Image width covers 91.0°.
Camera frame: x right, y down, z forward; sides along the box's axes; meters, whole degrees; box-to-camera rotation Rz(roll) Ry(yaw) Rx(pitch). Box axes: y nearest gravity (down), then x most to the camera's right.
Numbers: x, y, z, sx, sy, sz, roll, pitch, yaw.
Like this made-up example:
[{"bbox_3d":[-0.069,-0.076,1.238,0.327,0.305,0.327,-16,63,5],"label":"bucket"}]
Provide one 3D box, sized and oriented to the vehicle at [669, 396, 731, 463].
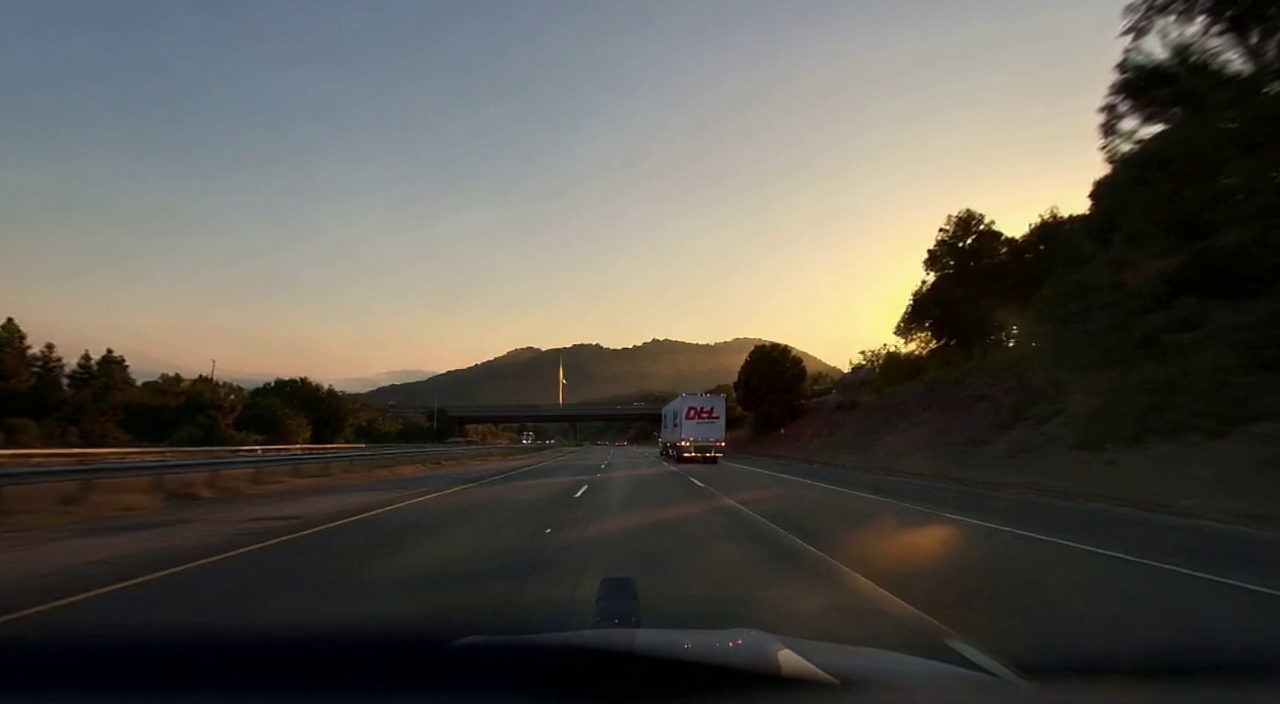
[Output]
[{"bbox_3d":[3.768,5.197,41.709,2.880,3.918,8.254,0,-8,-3],"label":"vehicle"}]
